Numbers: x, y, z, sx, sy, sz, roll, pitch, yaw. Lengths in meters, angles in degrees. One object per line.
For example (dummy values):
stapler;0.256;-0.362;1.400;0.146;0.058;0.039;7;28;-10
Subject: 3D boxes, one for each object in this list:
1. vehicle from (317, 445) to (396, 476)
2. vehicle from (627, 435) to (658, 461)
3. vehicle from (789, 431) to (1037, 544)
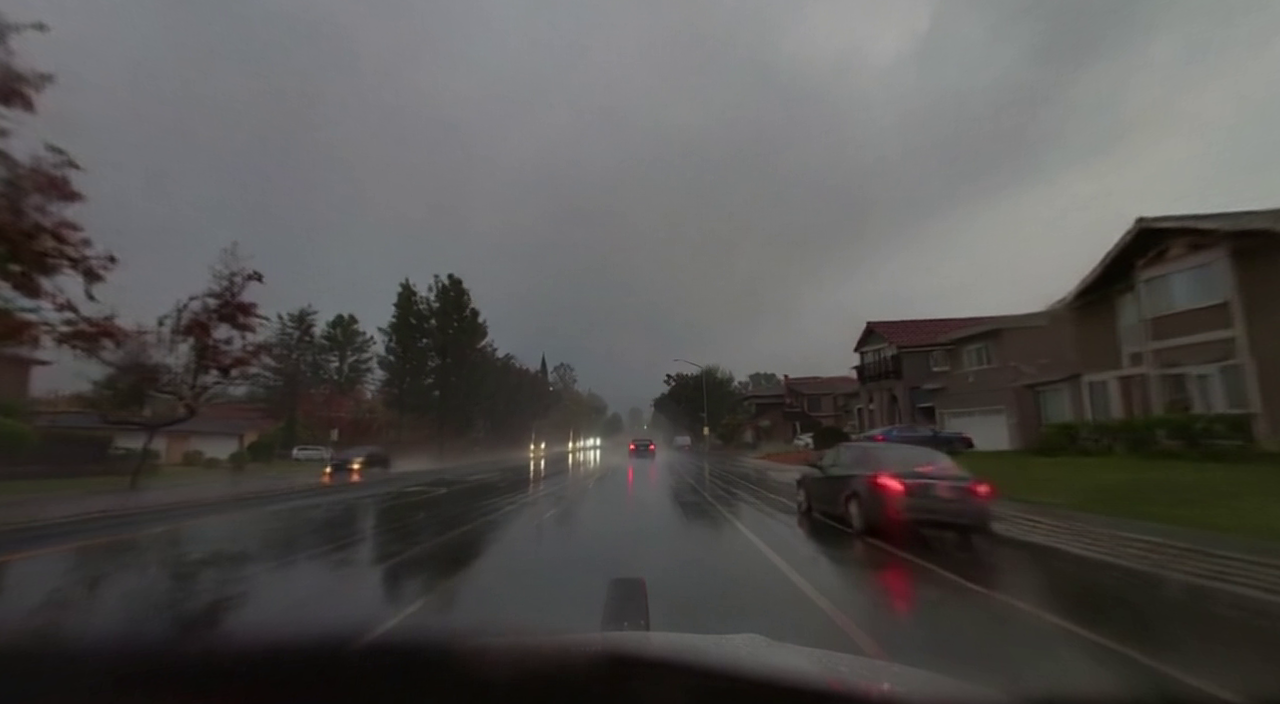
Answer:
vehicle;-14.107;5.388;31.634;1.937;1.386;4.354;-2;-9;1
vehicle;0.178;6.539;42.973;2.024;1.655;4.301;0;-9;0
vehicle;4.202;2.171;10.860;2.080;1.469;4.898;0;-9;0
